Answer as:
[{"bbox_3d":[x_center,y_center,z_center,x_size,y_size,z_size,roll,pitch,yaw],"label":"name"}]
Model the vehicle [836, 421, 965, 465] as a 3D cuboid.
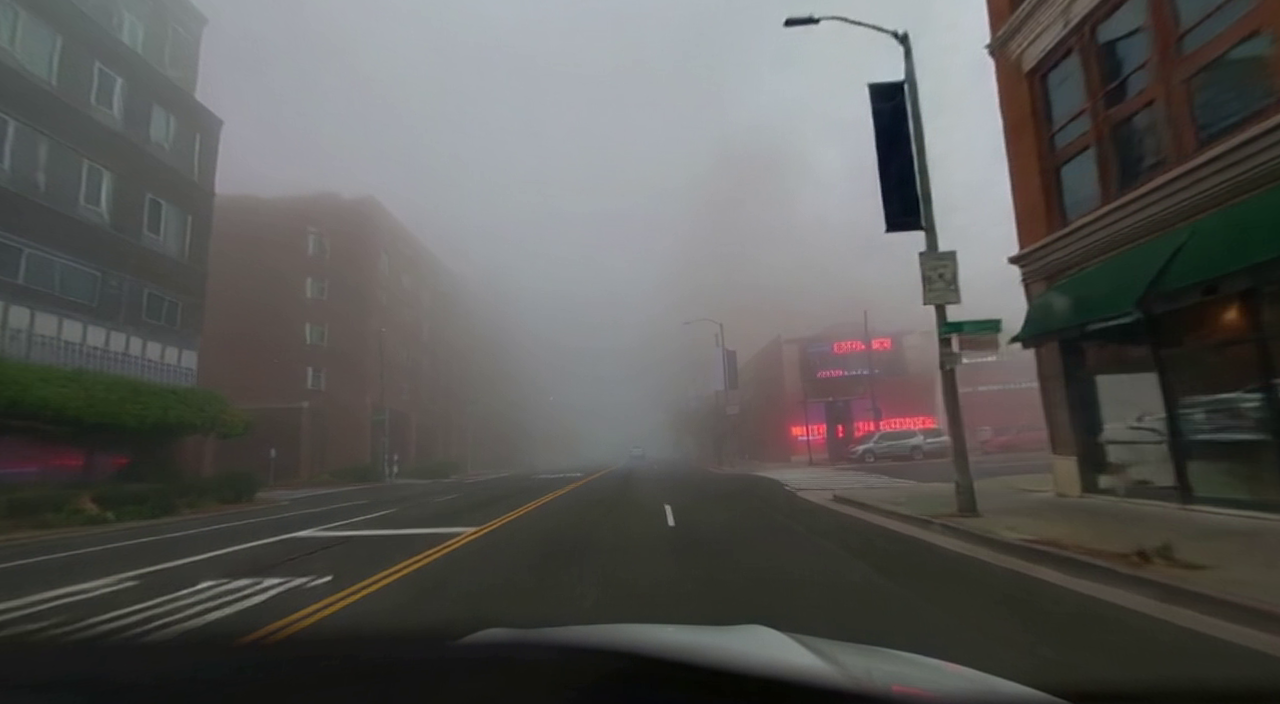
[{"bbox_3d":[11.267,4.017,27.682,4.694,1.826,2.226,-1,-9,8],"label":"vehicle"}]
